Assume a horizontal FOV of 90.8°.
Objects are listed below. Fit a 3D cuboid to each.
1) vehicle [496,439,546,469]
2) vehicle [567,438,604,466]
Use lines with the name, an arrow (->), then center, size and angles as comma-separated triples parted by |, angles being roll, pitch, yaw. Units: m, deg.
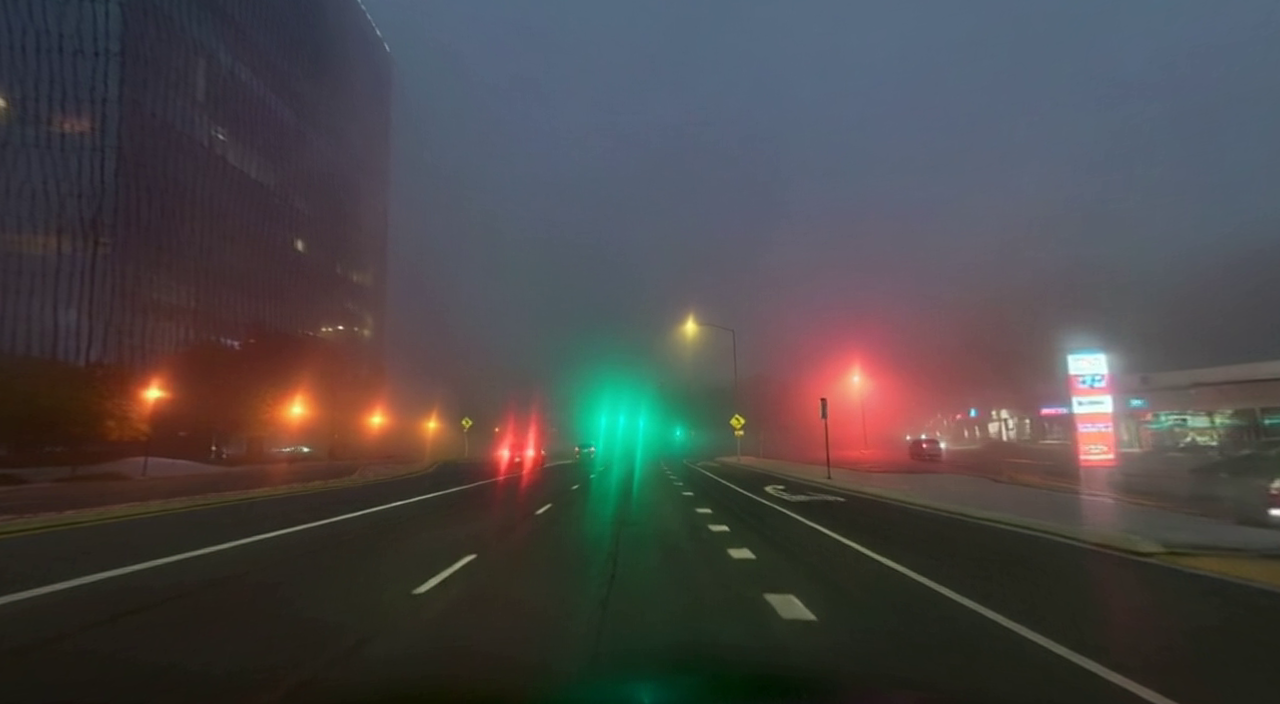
vehicle -> -6.696, 5.793, 36.027 | 1.909, 1.605, 4.561 | 0, -8, 1
vehicle -> -3.528, 6.592, 41.814 | 2.052, 1.729, 4.195 | 0, -8, 1
